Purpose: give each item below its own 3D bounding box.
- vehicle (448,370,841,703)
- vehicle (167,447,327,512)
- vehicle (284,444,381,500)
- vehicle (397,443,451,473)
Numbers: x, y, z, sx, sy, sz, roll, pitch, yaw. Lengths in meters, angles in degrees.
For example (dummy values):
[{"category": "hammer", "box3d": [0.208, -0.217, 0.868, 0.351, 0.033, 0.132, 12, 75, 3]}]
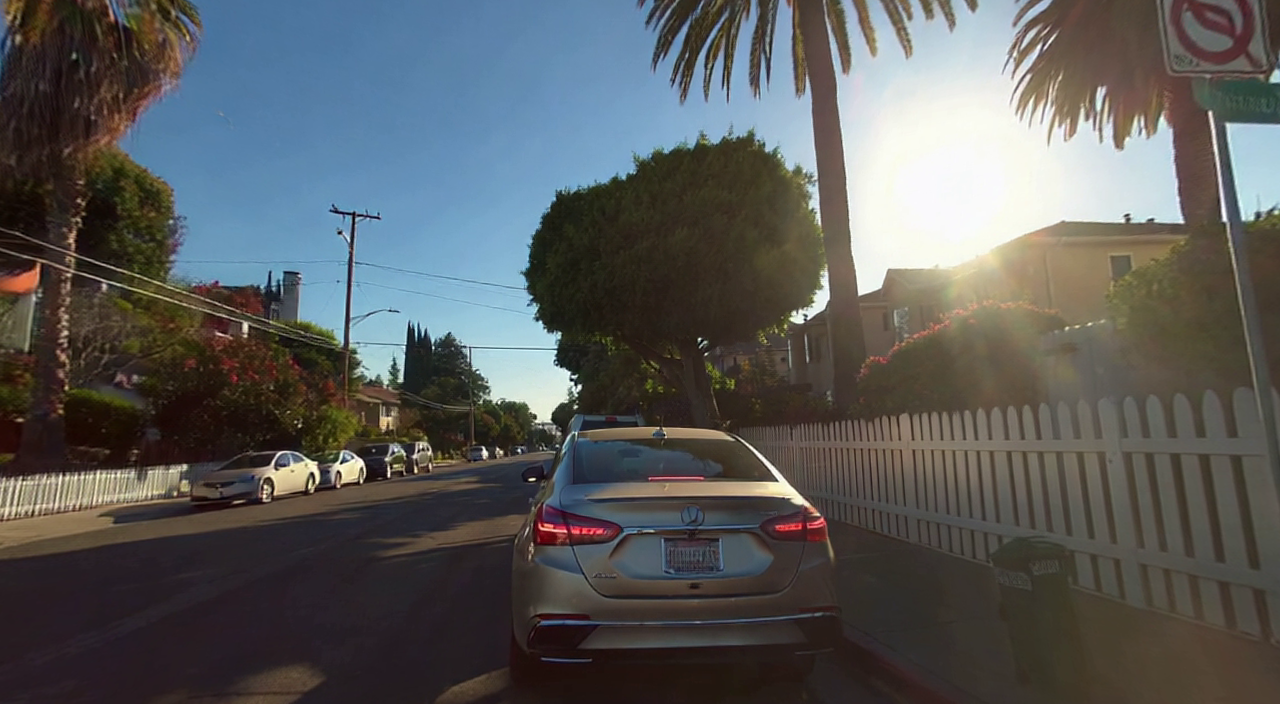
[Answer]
[{"category": "vehicle", "box3d": [-0.135, 1.218, 4.996, 1.894, 1.695, 3.795, 1, -8, -5]}, {"category": "vehicle", "box3d": [-11.402, 3.665, 18.791, 2.017, 1.627, 5.039, 1, -8, -7]}, {"category": "vehicle", "box3d": [-12.163, 4.712, 25.262, 2.048, 1.485, 4.757, -4, -4, -7]}, {"category": "vehicle", "box3d": [-13.181, 6.464, 38.702, 2.060, 1.689, 4.999, 1, -8, -7]}]
